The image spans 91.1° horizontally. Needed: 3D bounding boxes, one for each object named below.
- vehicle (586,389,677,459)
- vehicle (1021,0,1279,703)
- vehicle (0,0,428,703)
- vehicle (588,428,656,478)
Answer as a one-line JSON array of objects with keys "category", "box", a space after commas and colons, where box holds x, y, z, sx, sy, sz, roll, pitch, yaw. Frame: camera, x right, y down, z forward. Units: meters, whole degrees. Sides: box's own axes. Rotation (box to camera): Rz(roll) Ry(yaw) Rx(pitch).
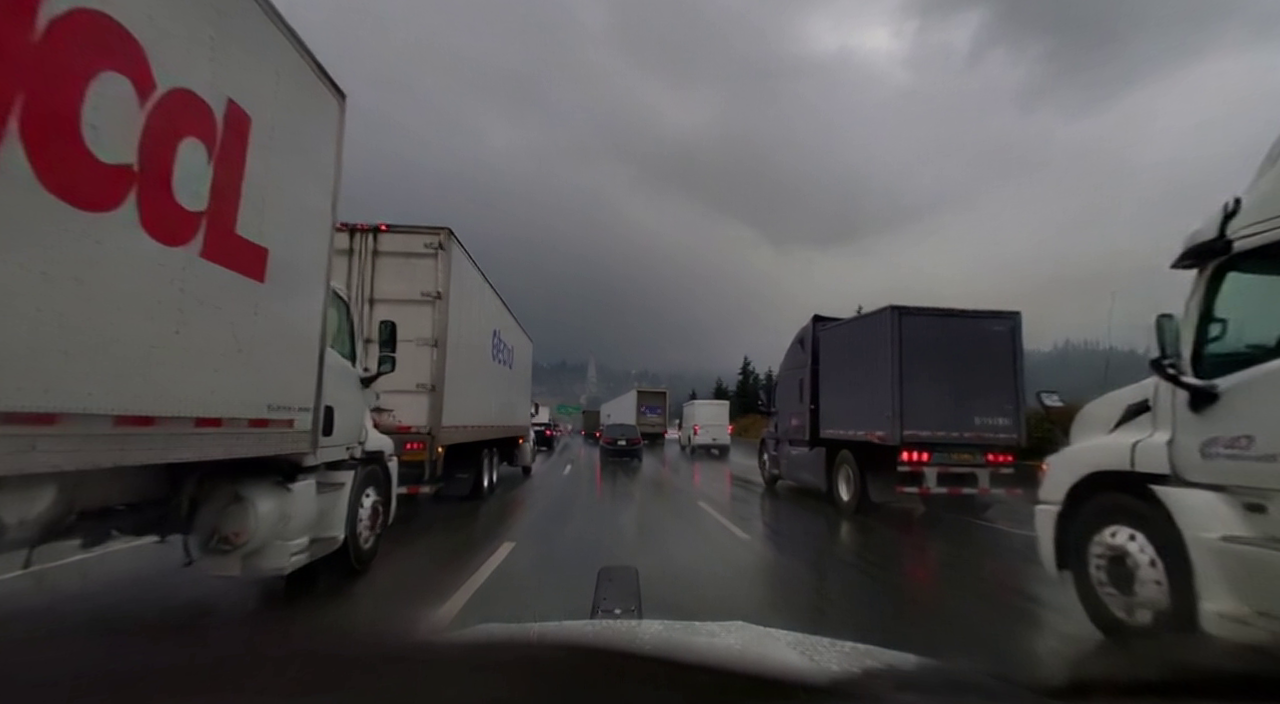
[{"category": "vehicle", "box": [-1.046, 5.156, 44.068, 2.899, 4.112, 13.912, 2, -8, -15]}, {"category": "vehicle", "box": [5.281, -0.363, 2.223, 2.992, 3.986, 5.841, 3, -8, -21]}, {"category": "vehicle", "box": [-3.706, -0.190, 2.568, 2.822, 3.788, 8.799, 0, -8, -2]}, {"category": "vehicle", "box": [-0.728, 3.432, 21.749, 2.060, 1.540, 4.374, 1, -8, -5]}]
